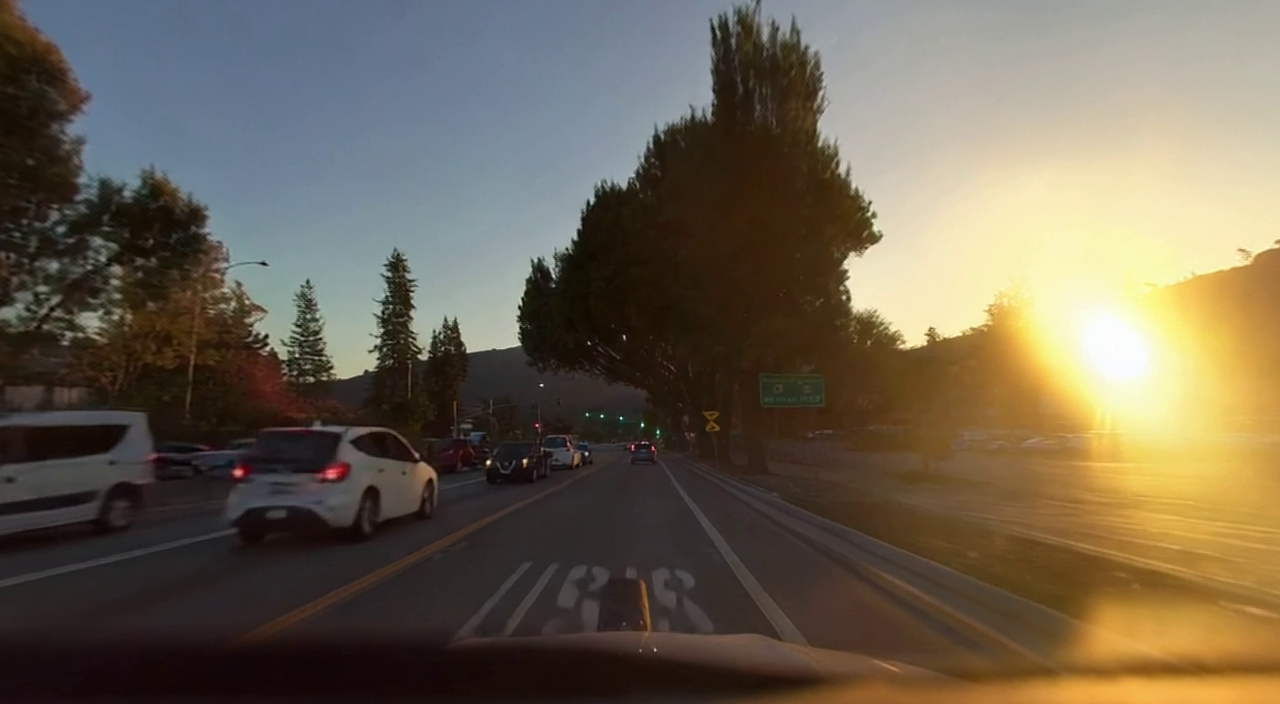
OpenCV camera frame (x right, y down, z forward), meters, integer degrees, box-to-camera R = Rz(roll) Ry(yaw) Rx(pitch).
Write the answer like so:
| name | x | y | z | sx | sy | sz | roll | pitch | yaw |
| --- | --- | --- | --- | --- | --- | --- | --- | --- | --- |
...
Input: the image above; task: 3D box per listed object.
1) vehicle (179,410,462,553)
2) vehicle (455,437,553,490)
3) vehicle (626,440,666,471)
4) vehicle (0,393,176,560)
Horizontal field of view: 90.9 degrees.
| name | x | y | z | sx | sy | sz | roll | pitch | yaw |
| --- | --- | --- | --- | --- | --- | --- | --- | --- | --- |
| vehicle | -4.560 | 1.919 | 10.025 | 2.042 | 1.713 | 4.493 | -1 | -8 | 1 |
| vehicle | -4.168 | 3.497 | 20.149 | 2.121 | 1.485 | 4.363 | -1 | -8 | 1 |
| vehicle | 0.312 | 5.206 | 31.880 | 1.875 | 1.453 | 3.888 | -1 | -8 | 0 |
| vehicle | -8.060 | 1.489 | 7.222 | 2.062 | 1.820 | 4.577 | -5 | -8 | 1 |
